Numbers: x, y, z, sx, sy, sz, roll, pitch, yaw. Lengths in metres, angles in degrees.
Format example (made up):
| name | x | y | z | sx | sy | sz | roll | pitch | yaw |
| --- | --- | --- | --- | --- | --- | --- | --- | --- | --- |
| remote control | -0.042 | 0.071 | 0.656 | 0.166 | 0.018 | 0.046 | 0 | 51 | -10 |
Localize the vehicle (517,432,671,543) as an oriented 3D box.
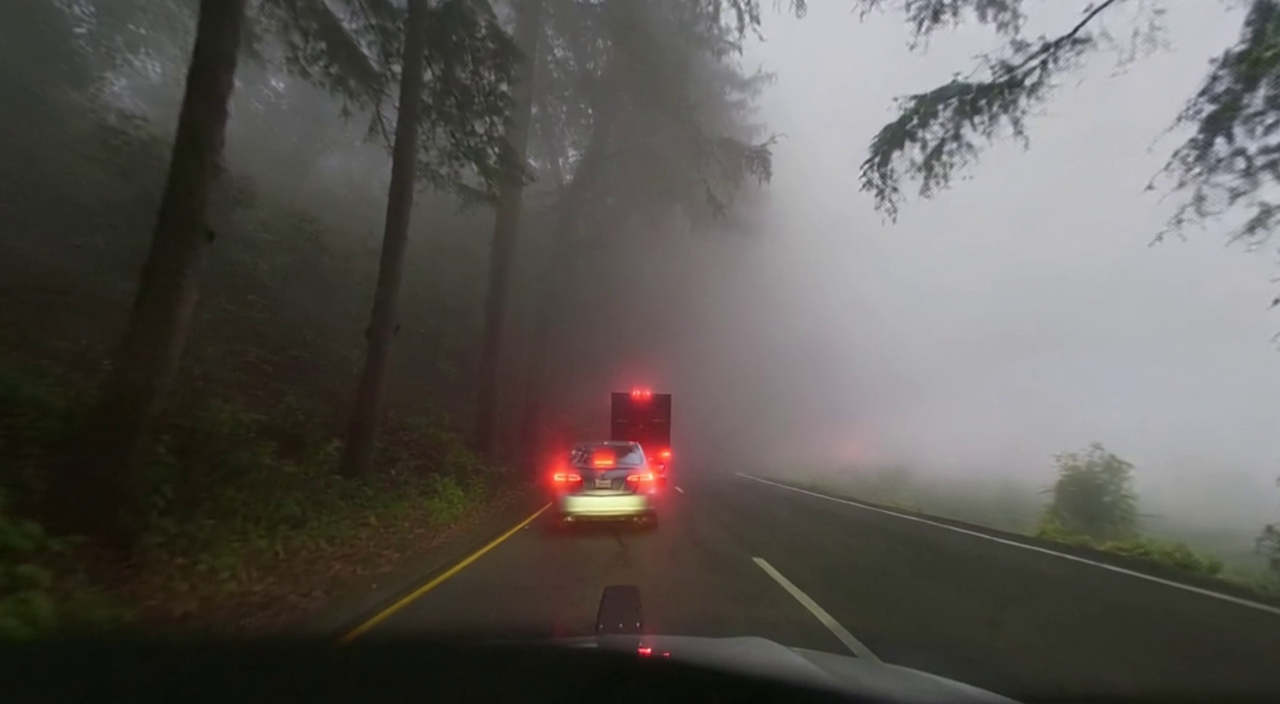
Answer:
| name | x | y | z | sx | sy | sz | roll | pitch | yaw |
| --- | --- | --- | --- | --- | --- | --- | --- | --- | --- |
| vehicle | -0.612 | 2.143 | 10.605 | 2.076 | 1.490 | 4.078 | 0 | -9 | 0 |
